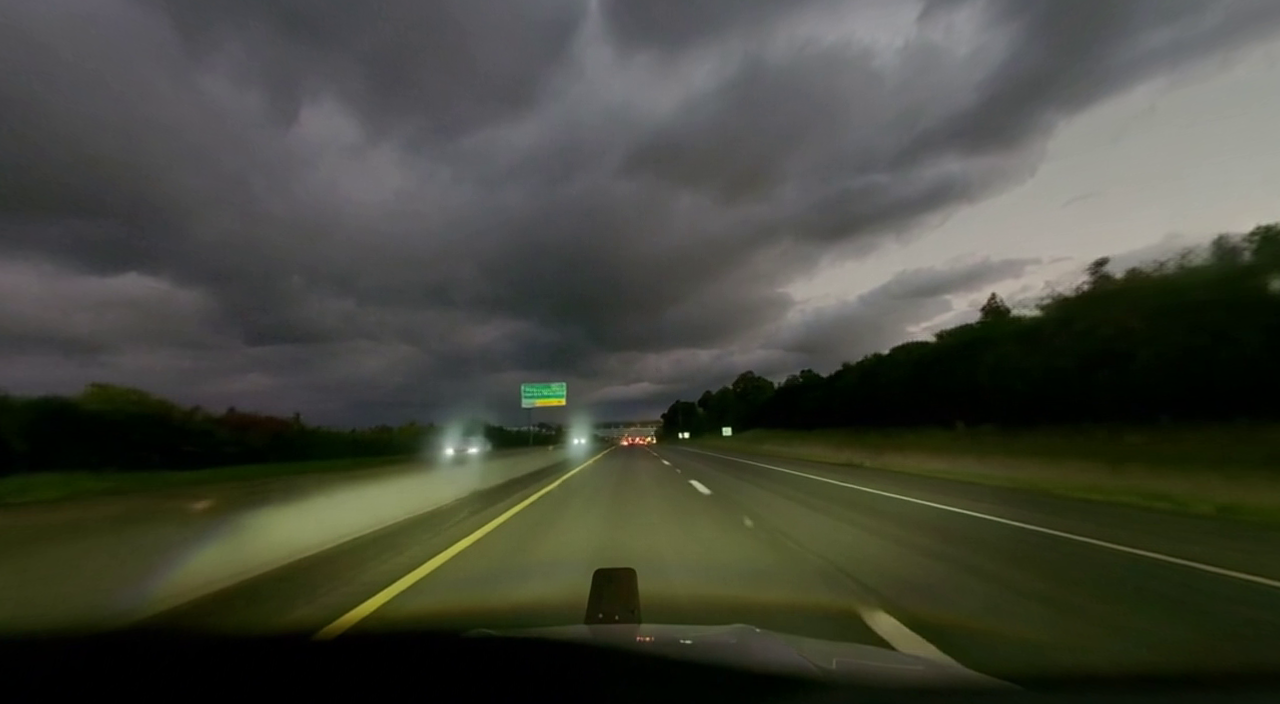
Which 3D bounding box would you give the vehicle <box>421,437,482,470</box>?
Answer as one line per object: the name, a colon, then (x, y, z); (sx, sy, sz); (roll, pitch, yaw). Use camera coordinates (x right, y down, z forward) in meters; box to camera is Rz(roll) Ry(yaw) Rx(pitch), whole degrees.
vehicle: (-9.321, 5.008, 31.423); (1.866, 1.485, 3.928); (0, -8, -1)
